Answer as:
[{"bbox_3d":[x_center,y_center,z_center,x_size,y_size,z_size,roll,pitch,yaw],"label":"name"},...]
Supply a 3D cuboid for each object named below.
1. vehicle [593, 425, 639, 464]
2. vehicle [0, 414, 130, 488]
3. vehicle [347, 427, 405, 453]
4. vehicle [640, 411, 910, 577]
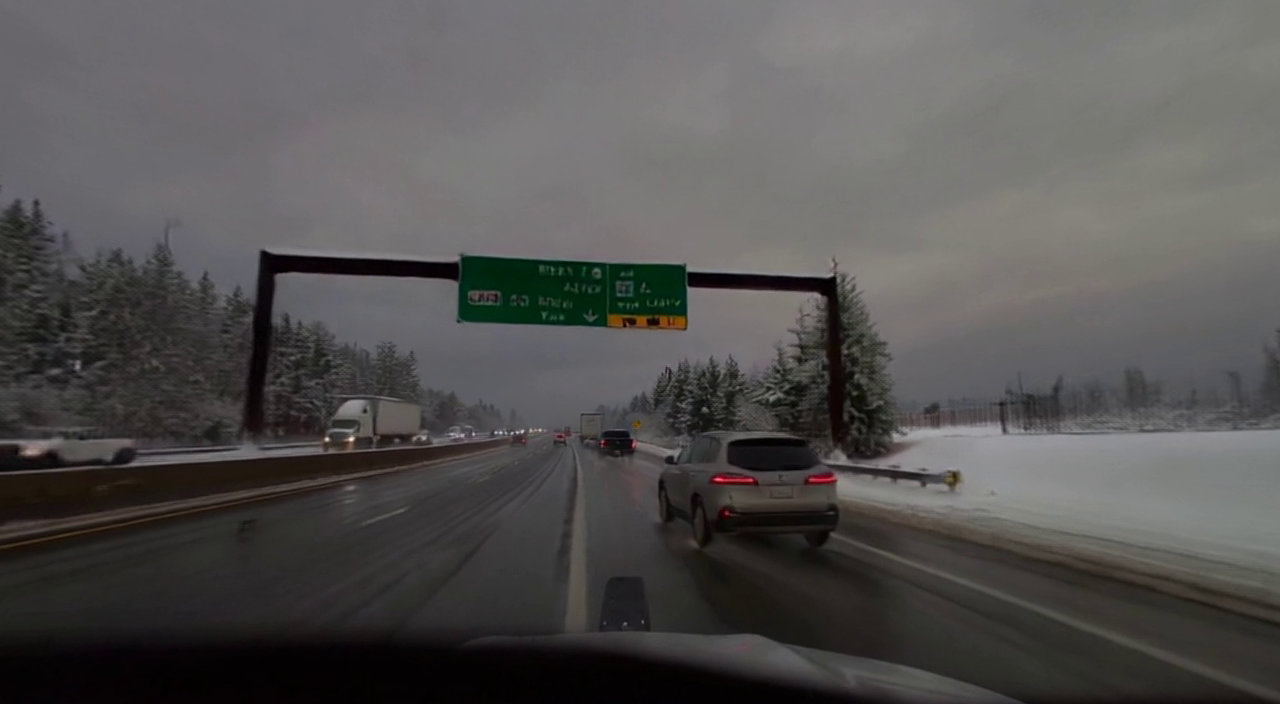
[{"bbox_3d":[-1.441,5.161,35.209,2.207,1.937,5.610,1,-8,-6],"label":"vehicle"},{"bbox_3d":[-13.431,2.142,13.736,1.853,1.406,3.495,1,-8,-6],"label":"vehicle"},{"bbox_3d":[-16.180,5.451,38.793,1.921,1.507,4.664,0,-8,-6],"label":"vehicle"},{"bbox_3d":[1.266,1.619,8.077,2.127,1.497,4.445,1,-8,-5],"label":"vehicle"}]
